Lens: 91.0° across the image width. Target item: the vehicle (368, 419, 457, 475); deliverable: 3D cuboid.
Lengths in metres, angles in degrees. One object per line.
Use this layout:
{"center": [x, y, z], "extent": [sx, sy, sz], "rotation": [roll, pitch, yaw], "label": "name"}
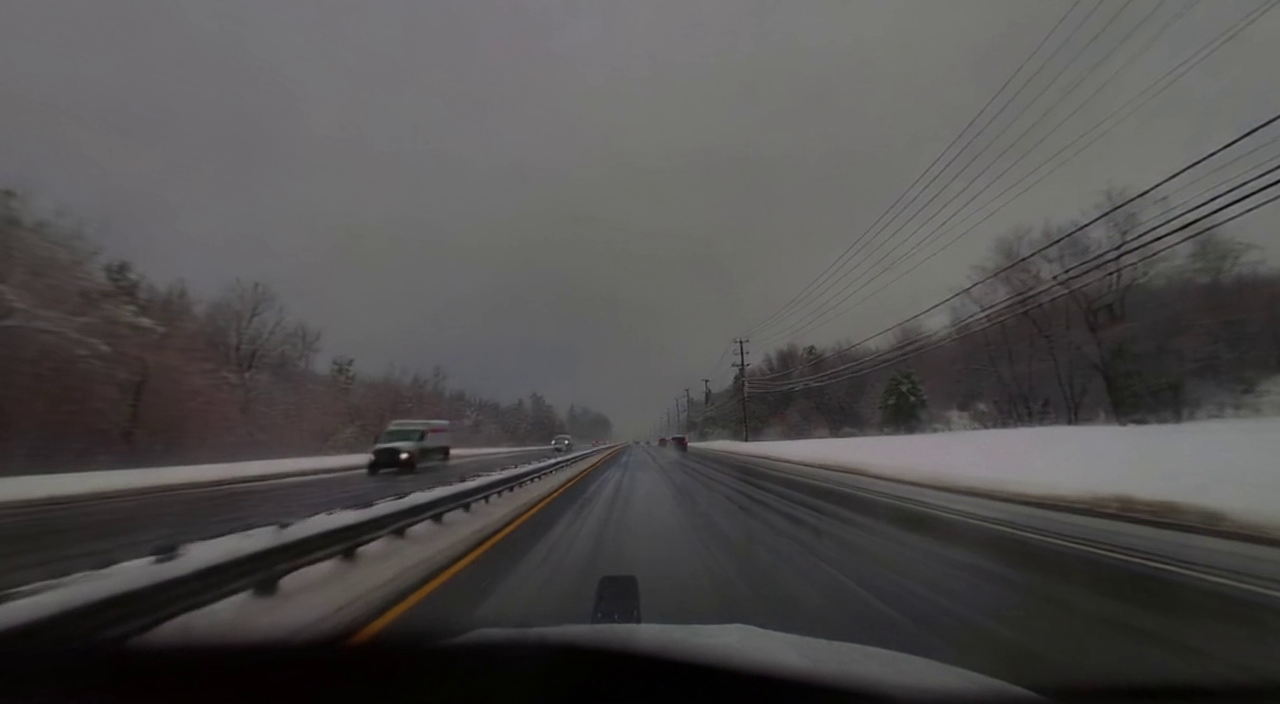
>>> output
{"center": [-11.798, 5.002, 33.355], "extent": [2.274, 2.665, 6.594], "rotation": [-1, -8, 0], "label": "vehicle"}
